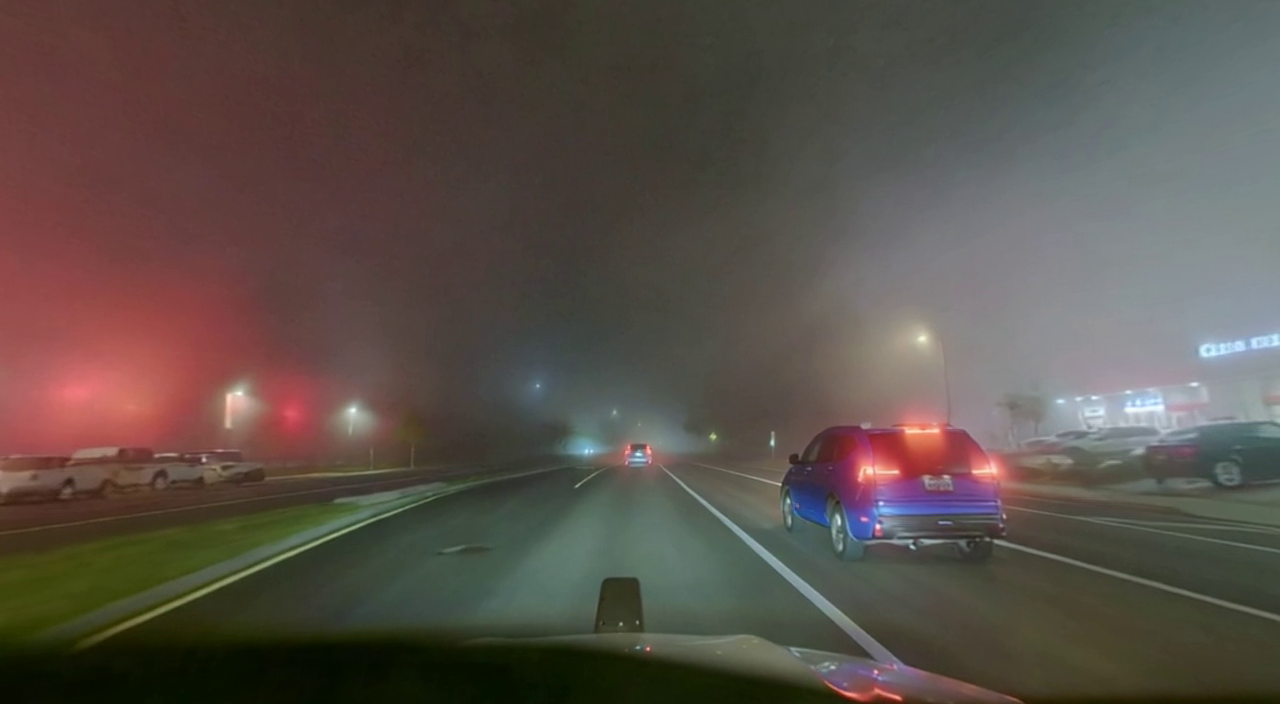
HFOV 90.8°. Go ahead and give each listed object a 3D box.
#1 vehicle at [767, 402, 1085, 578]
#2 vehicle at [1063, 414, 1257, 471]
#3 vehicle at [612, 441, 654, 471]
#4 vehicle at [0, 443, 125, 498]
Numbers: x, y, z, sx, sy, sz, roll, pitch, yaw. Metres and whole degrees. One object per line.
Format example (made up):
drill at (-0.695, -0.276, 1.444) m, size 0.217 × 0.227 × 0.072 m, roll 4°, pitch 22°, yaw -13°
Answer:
vehicle at (3.250, 1.673, 8.443) m, size 2.110 × 1.698 × 4.397 m, roll 0°, pitch -8°, yaw -1°
vehicle at (20.031, 3.538, 24.613) m, size 5.115 × 1.990 × 2.518 m, roll -2°, pitch -9°, yaw 5°
vehicle at (-0.345, 5.551, 33.795) m, size 2.126 × 1.475 × 3.967 m, roll 0°, pitch -8°, yaw 0°
vehicle at (-24.889, 4.859, 26.122) m, size 5.094 × 2.044 × 2.197 m, roll -1°, pitch -7°, yaw -3°
